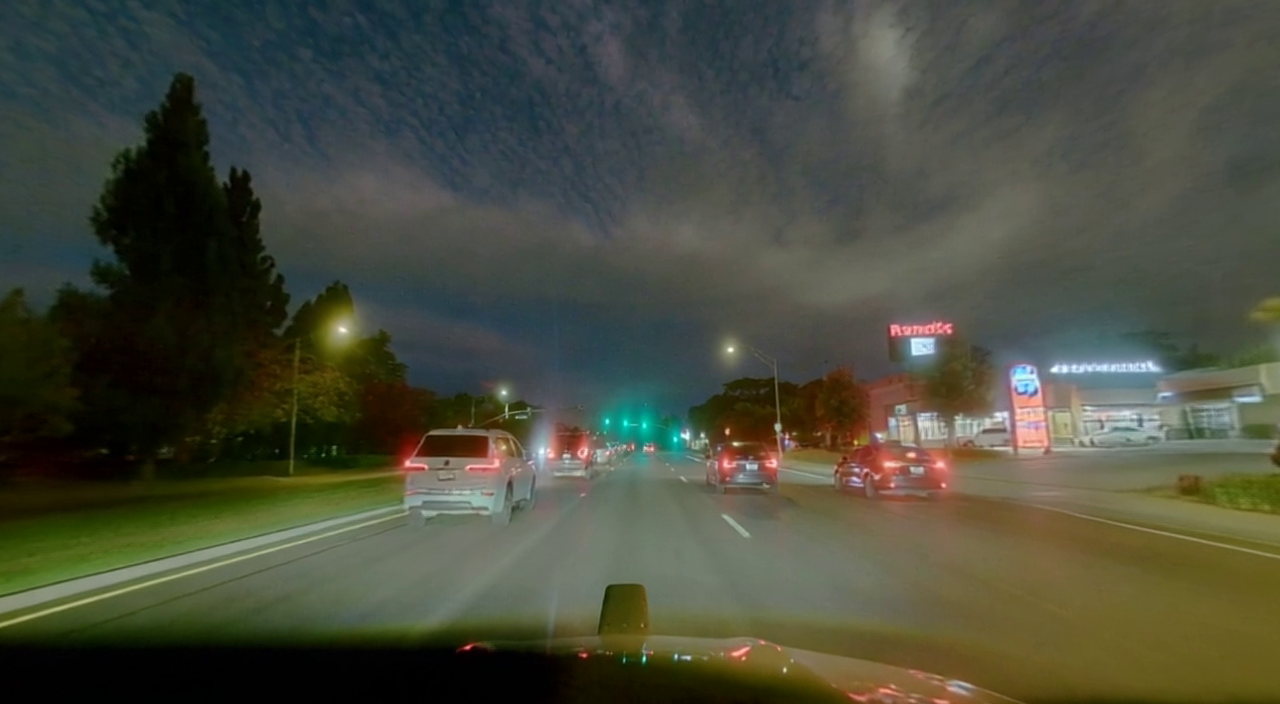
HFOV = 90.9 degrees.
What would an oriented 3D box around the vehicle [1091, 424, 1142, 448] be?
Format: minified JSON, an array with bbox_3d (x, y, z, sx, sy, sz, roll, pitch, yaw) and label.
[{"bbox_3d":[31.036,5.522,41.168,1.787,1.423,4.347,-4,-10,26],"label":"vehicle"}]

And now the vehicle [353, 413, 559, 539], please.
[{"bbox_3d":[-2.812,2.041,10.905,2.141,1.719,4.379,0,-9,1],"label":"vehicle"}]

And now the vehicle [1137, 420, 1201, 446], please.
[{"bbox_3d":[33.944,5.223,40.544,1.983,1.520,4.391,-3,-9,25],"label":"vehicle"}]

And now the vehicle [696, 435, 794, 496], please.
[{"bbox_3d":[2.815,3.172,17.904,2.004,1.512,4.206,0,-9,0],"label":"vehicle"}]

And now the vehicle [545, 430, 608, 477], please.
[{"bbox_3d":[-2.547,4.225,26.396,2.117,1.799,4.442,0,-9,1],"label":"vehicle"}]

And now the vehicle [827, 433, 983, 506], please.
[{"bbox_3d":[6.377,2.888,15.908,1.881,1.540,4.750,0,-9,0],"label":"vehicle"}]
